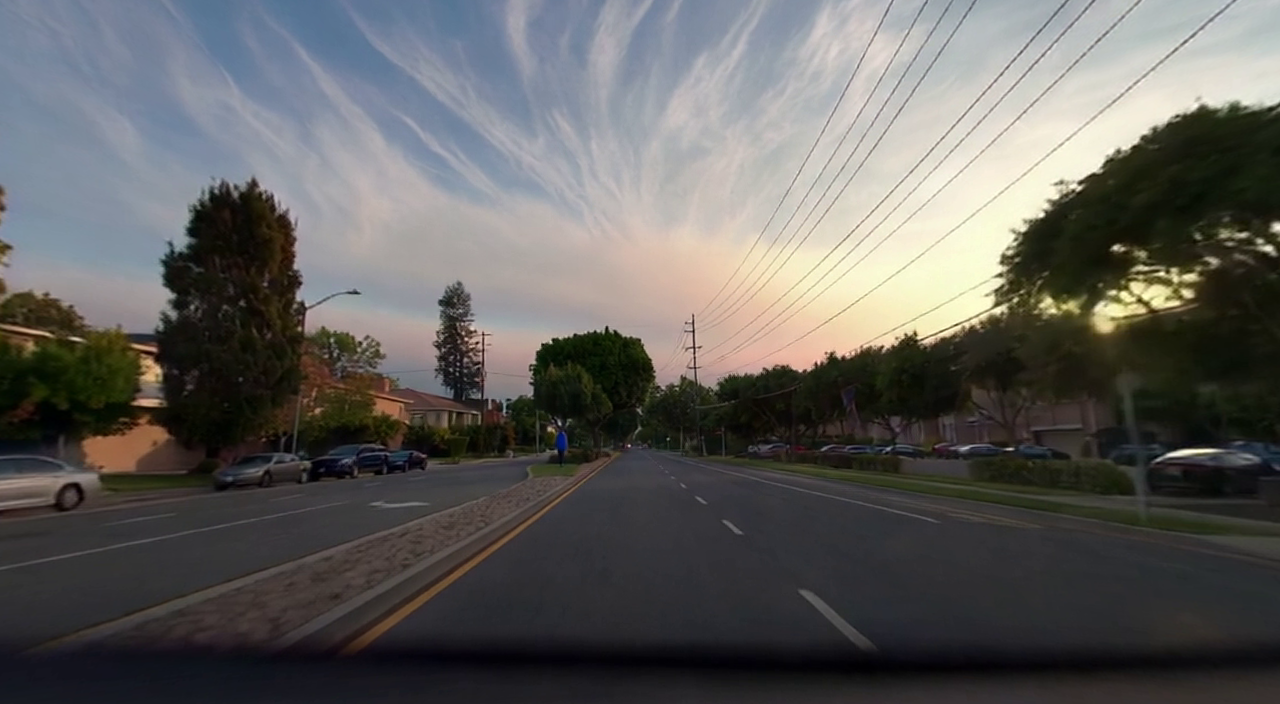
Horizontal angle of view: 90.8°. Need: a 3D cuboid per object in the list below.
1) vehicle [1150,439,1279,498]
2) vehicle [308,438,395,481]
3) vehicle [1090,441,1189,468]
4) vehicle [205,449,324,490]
[{"bbox_3d":[17.829,3.300,18.161,4.567,1.535,2.156,1,-8,-6],"label":"vehicle"},{"bbox_3d":[-15.079,5.644,33.408,2.298,1.979,4.920,-3,-8,0],"label":"vehicle"},{"bbox_3d":[33.215,6.812,42.184,1.792,1.586,4.905,0,-9,-17],"label":"vehicle"},{"bbox_3d":[-15.280,4.768,26.052,2.058,1.479,4.519,0,-8,1],"label":"vehicle"}]
